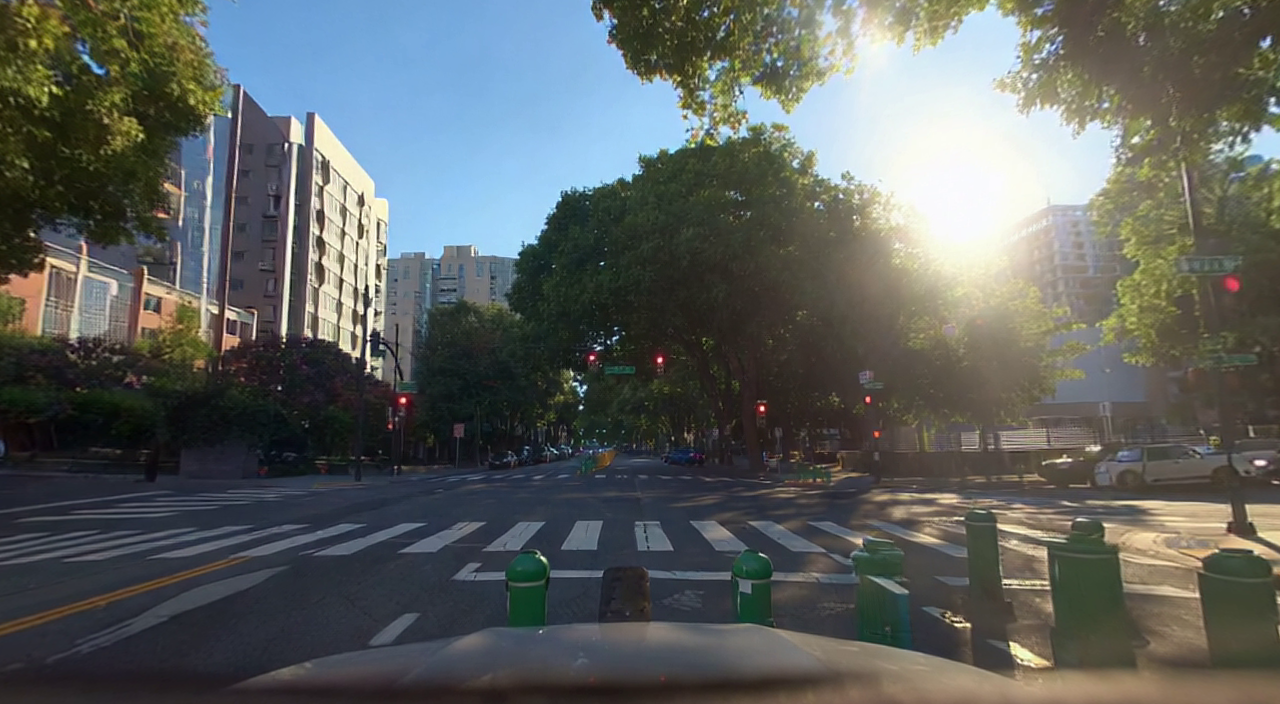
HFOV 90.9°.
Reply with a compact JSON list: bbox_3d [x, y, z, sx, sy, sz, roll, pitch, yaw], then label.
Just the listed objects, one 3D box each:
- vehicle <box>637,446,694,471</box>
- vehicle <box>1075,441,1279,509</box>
[{"bbox_3d":[1.566,6.771,40.386,1.972,1.522,4.368,3,-9,-23],"label":"vehicle"},{"bbox_3d":[13.004,2.792,14.561,4.424,1.436,1.804,-1,-8,5],"label":"vehicle"}]
